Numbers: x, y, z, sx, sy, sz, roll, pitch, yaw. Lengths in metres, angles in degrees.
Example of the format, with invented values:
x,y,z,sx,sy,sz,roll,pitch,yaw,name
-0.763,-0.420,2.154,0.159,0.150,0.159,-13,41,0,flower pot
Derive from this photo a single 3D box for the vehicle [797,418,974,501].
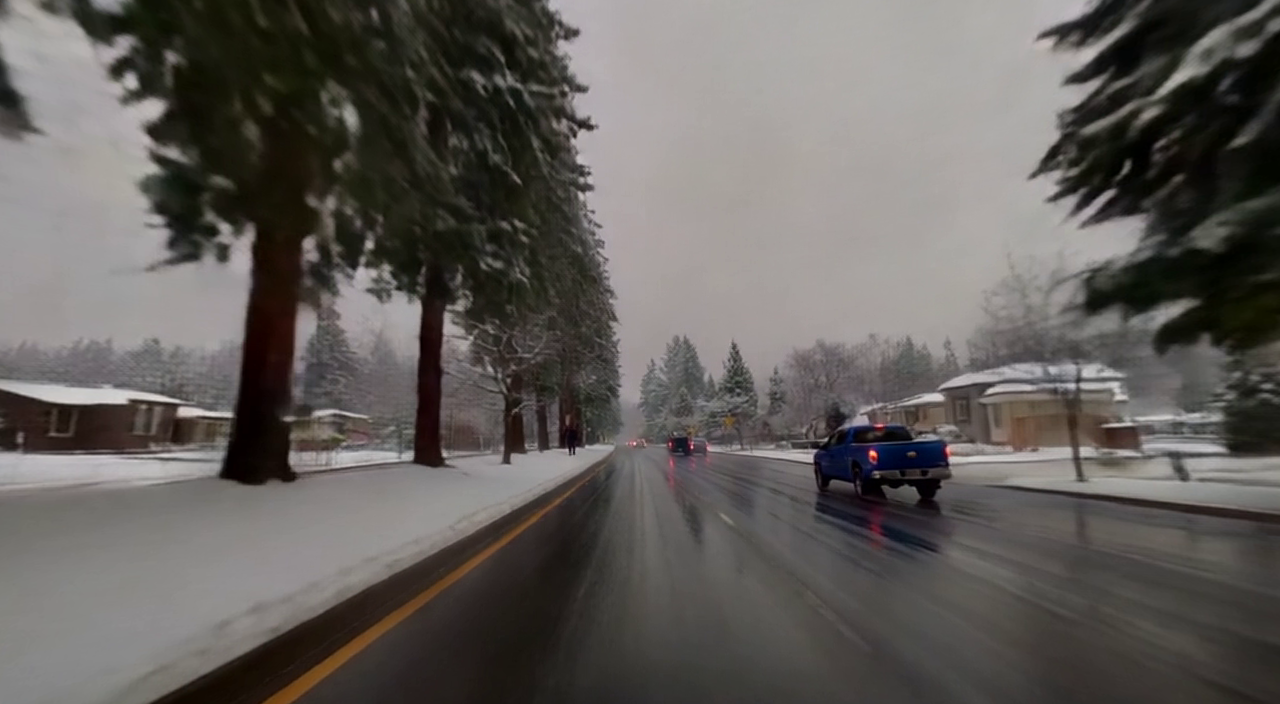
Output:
x,y,z,sx,sy,sz,roll,pitch,yaw,name
6.041,2.746,16.539,2.262,1.769,5.666,0,-8,-1,vehicle

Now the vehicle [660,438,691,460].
x,y,z,sx,sy,sz,roll,pitch,yaw,name
2.750,7.633,49.850,2.061,1.632,4.222,0,-8,-2,vehicle
